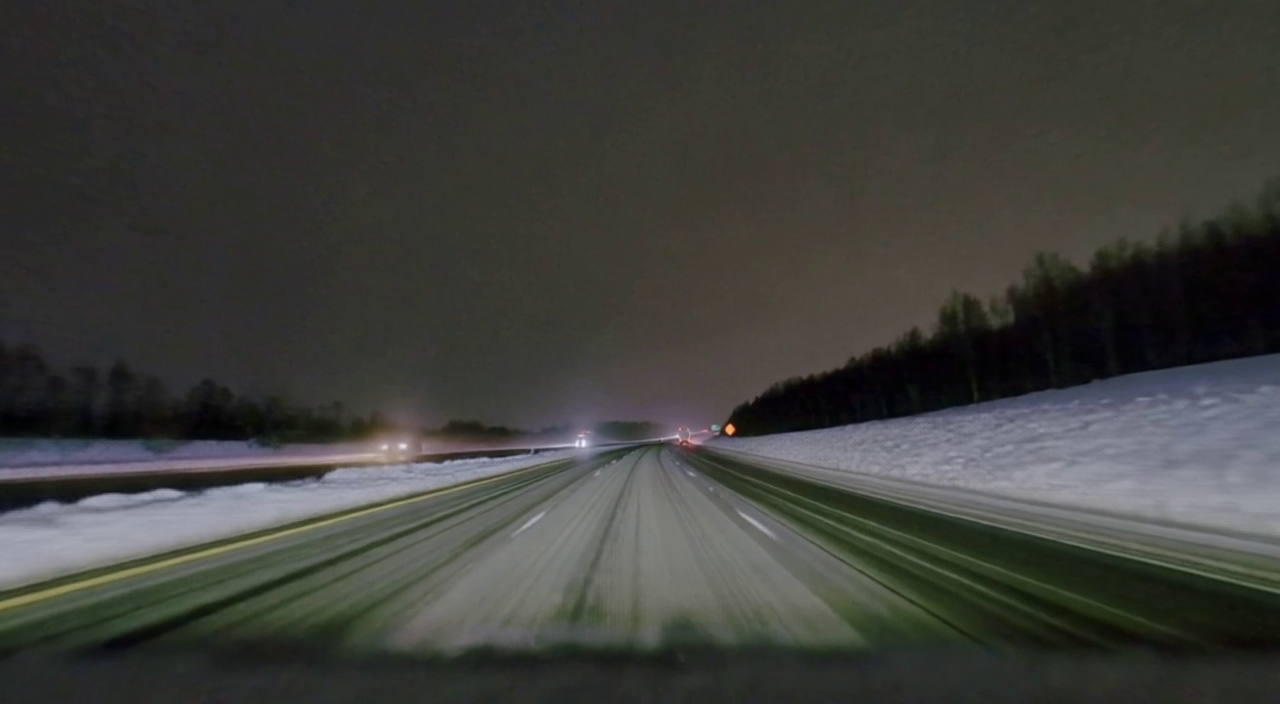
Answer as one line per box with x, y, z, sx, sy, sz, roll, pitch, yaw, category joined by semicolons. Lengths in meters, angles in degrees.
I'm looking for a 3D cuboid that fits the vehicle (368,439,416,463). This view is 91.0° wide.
-19.322;7.700;49.209;1.910;1.779;4.264;-1;-8;1;vehicle
